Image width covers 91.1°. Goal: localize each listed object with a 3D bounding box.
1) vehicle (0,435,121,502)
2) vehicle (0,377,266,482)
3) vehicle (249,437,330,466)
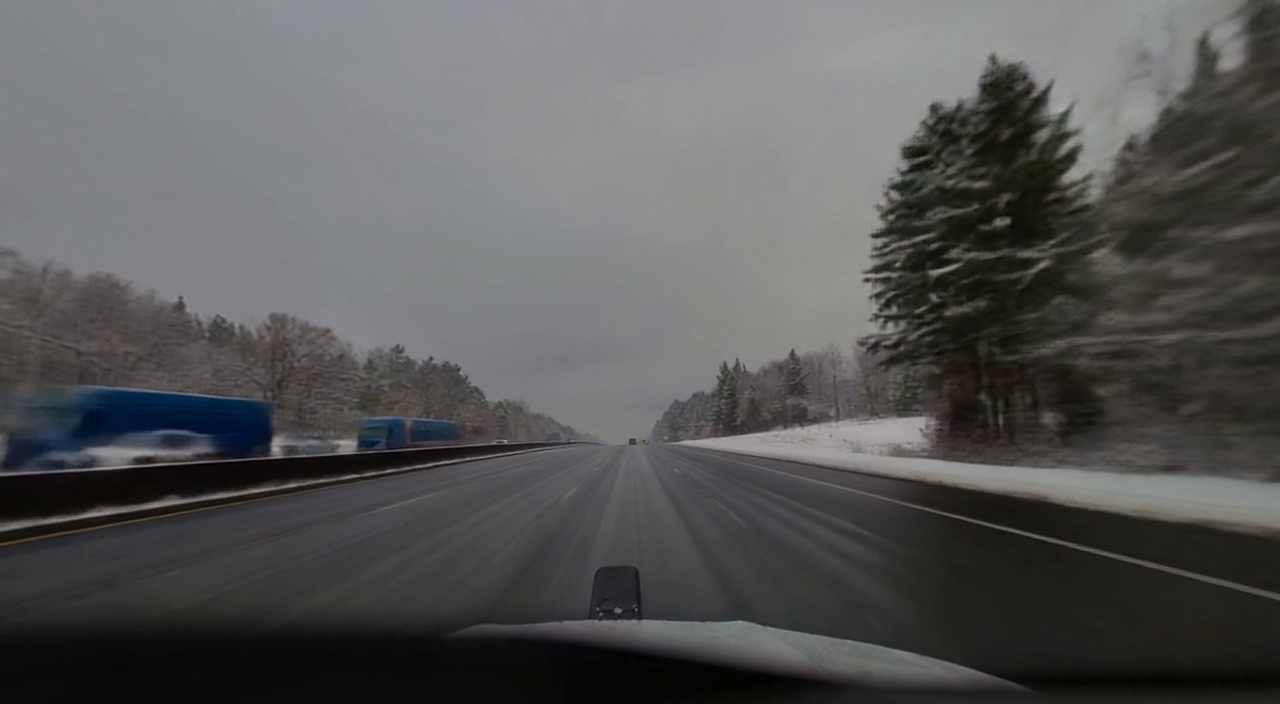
[{"bbox_3d":[-15.444,2.781,15.315,1.920,1.499,4.335,0,-8,-1],"label":"vehicle"},{"bbox_3d":[-23.329,3.722,29.633,3.250,3.781,13.806,0,-8,-1],"label":"vehicle"},{"bbox_3d":[-19.525,5.520,35.257,2.010,1.531,4.504,0,-8,-1],"label":"vehicle"}]
